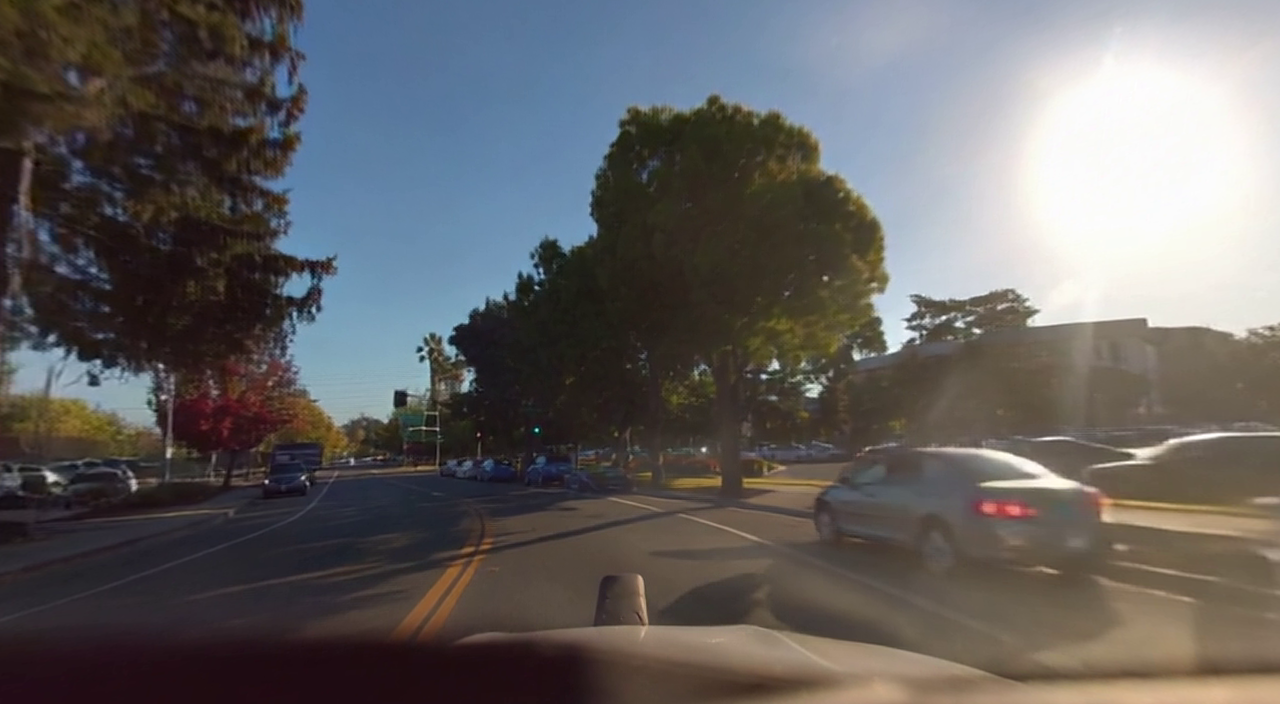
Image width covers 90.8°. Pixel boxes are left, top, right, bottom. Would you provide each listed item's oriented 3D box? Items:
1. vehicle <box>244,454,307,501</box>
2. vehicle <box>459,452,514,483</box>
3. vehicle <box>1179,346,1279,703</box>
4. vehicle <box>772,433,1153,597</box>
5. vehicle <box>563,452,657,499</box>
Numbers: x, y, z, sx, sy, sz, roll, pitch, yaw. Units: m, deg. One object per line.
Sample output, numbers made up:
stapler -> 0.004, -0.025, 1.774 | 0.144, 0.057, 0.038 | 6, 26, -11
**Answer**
vehicle -> -16.655, 5.755, 29.121 | 2.171, 1.838, 5.344 | 1, -10, -27
vehicle -> -10.308, 7.635, 42.097 | 2.255, 1.863, 5.629 | 4, -10, -26
vehicle -> 4.265, 0.551, 1.059 | 2.289, 1.785, 4.944 | 0, -9, 0
vehicle -> 3.621, 1.905, 8.376 | 2.066, 1.509, 4.579 | 1, -9, -10
vehicle -> -1.216, 4.391, 22.935 | 1.884, 1.508, 4.713 | 4, -10, -23
